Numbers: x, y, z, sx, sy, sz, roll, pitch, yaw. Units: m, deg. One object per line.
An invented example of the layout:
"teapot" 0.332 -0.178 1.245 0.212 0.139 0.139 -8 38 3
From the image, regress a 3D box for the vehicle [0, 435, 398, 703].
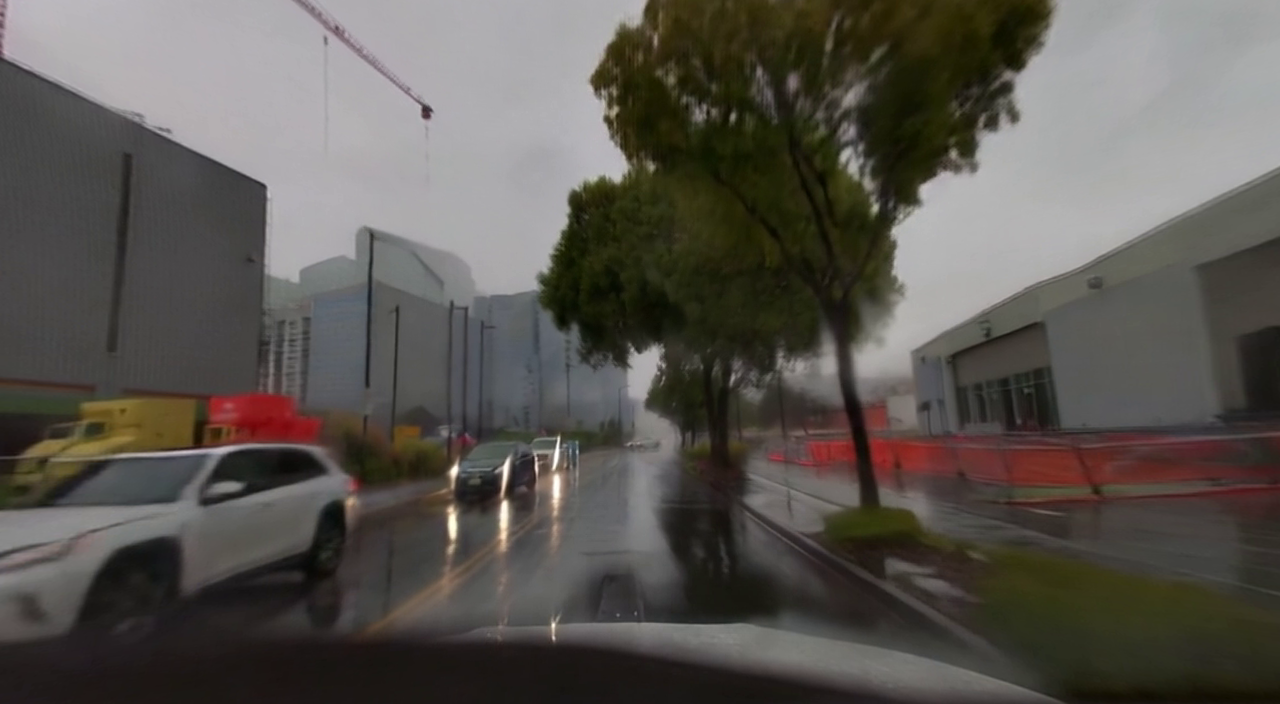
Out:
"vehicle" -3.941 1.471 5.404 1.948 1.460 4.394 -1 -8 1

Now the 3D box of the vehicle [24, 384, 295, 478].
"vehicle" -13.505 2.290 17.971 6.039 2.449 2.273 -1 -8 6

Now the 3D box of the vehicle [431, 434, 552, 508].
"vehicle" -3.627 2.954 16.213 1.980 1.635 4.153 -1 -8 2
